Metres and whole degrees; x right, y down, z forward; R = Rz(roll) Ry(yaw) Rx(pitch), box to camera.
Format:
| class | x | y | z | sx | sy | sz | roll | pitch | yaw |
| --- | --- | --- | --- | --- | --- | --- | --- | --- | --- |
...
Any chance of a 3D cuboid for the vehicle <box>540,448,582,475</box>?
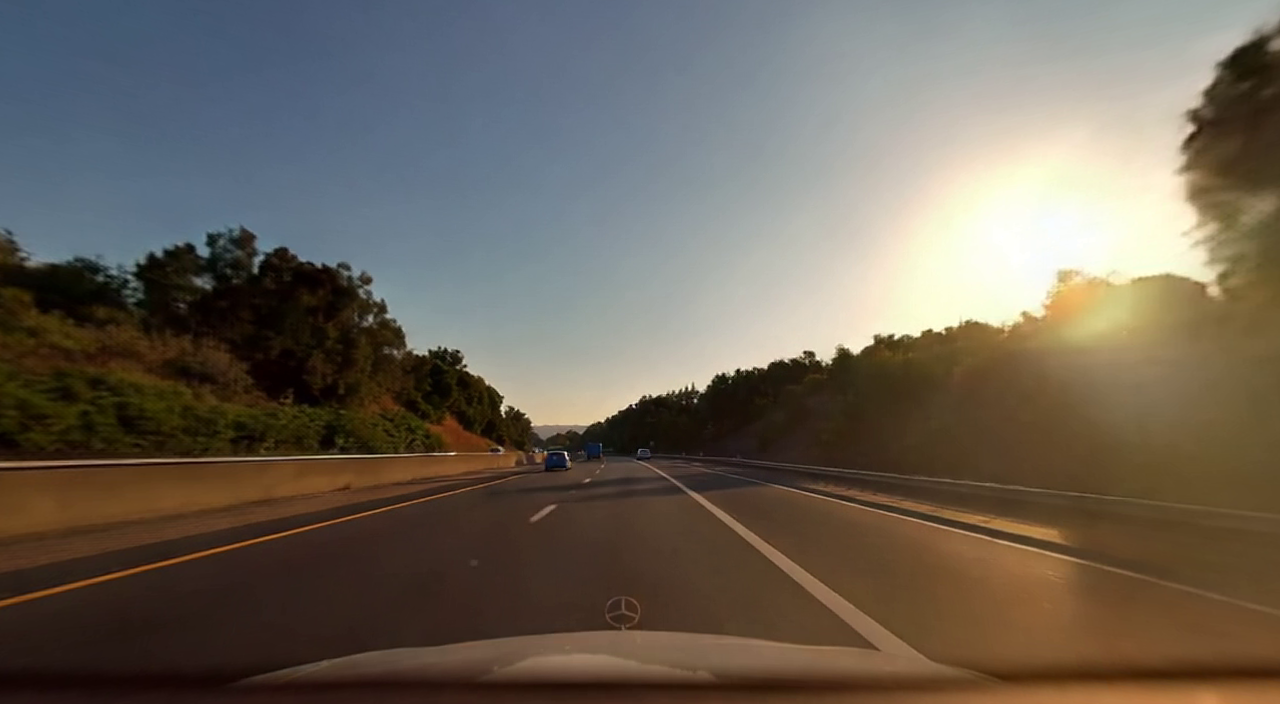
| class | x | y | z | sx | sy | sz | roll | pitch | yaw |
| --- | --- | --- | --- | --- | --- | --- | --- | --- | --- |
| vehicle | -4.785 | 6.663 | 38.771 | 2.049 | 1.521 | 4.366 | 0 | -9 | -1 |
